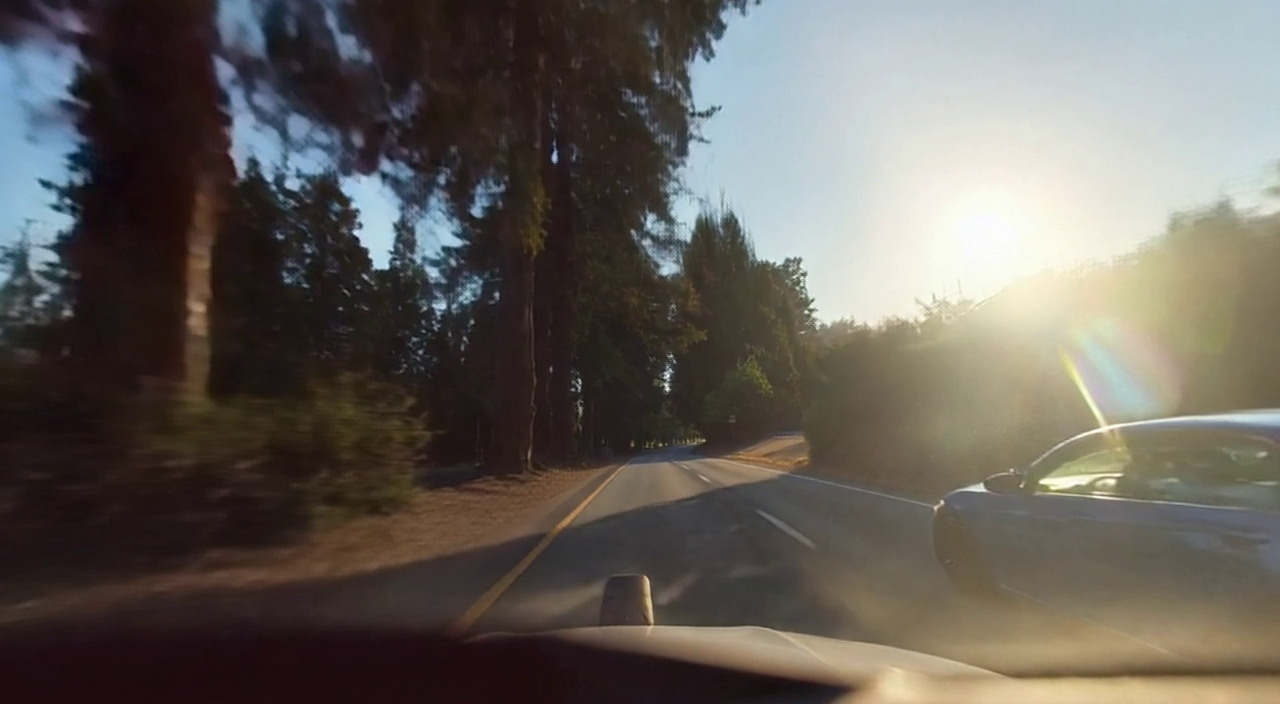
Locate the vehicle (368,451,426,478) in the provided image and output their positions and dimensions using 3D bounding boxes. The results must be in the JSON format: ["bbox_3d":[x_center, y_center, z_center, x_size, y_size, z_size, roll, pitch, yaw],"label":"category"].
[{"bbox_3d":[-15.832,7.325,41.253,1.893,1.571,4.390,-1,-8,2],"label":"vehicle"}]

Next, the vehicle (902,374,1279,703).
[{"bbox_3d":[3.392,0.972,3.222,2.061,1.503,4.823,0,-8,0],"label":"vehicle"}]
